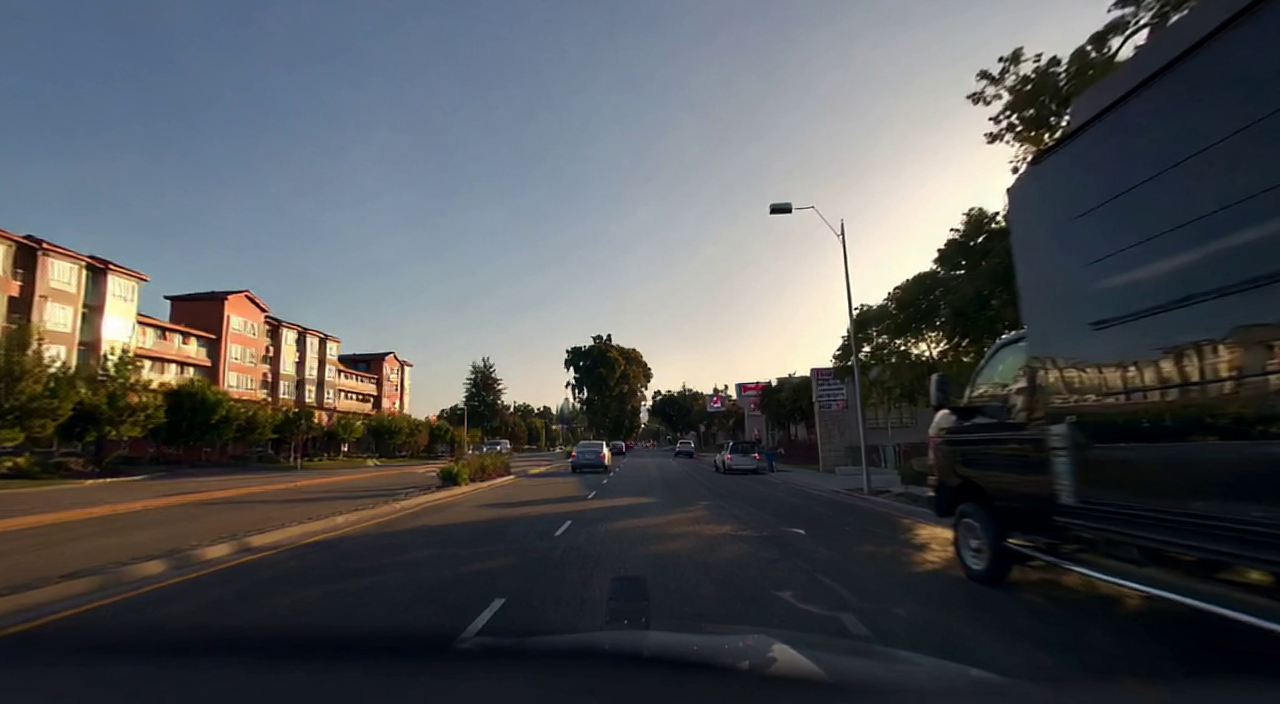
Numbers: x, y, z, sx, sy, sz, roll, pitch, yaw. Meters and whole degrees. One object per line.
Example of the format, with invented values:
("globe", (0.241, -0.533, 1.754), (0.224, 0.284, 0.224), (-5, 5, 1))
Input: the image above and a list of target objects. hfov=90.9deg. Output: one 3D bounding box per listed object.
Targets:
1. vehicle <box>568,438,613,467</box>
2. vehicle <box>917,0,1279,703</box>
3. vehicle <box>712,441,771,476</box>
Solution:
("vehicle", (-2.728, 5.669, 35.687), (2.176, 1.543, 4.335), (0, -8, 1))
("vehicle", (4.210, -0.379, 1.714), (3.038, 4.027, 8.712), (0, -8, 1))
("vehicle", (4.651, 4.937, 29.580), (2.025, 1.500, 4.465), (0, -8, 0))
